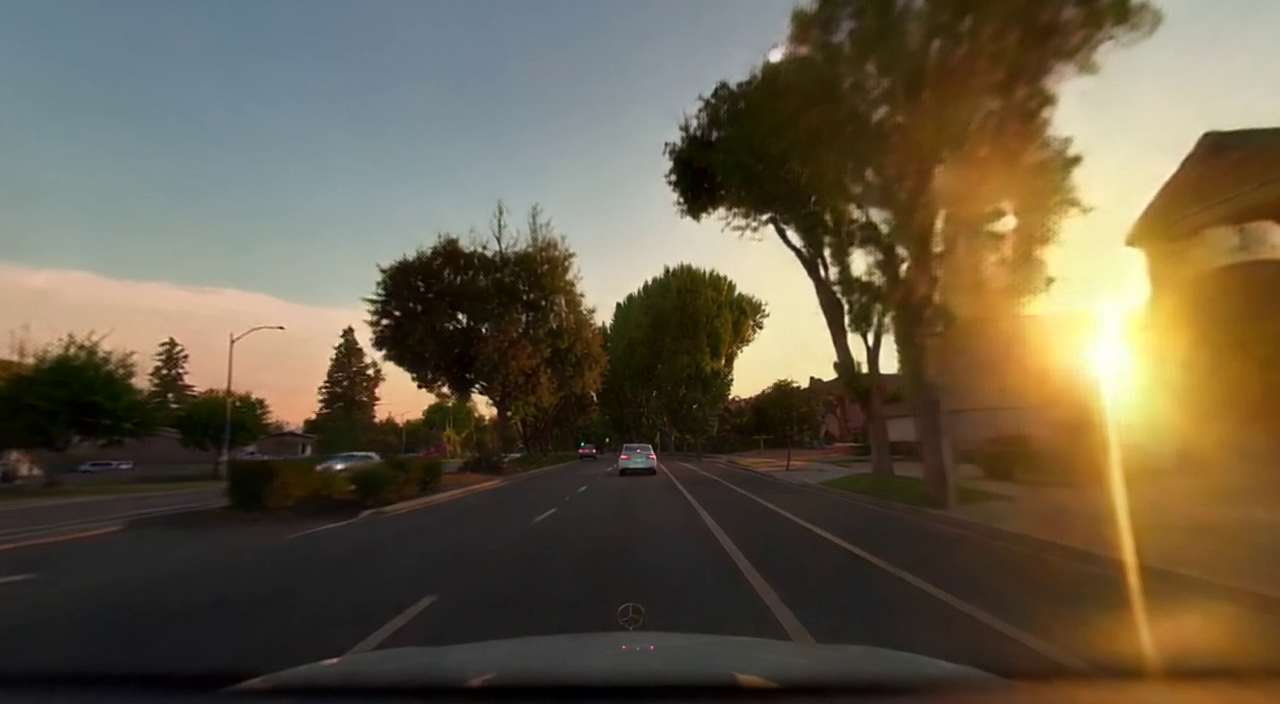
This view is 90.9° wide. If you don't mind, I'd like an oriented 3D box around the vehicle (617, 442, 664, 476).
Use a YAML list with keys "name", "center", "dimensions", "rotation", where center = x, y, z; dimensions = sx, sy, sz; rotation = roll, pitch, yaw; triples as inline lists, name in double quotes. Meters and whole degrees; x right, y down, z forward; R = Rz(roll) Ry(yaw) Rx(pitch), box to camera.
- name: "vehicle"
  center: [0.015, 4.931, 29.212]
  dimensions: [2.009, 1.456, 4.003]
  rotation: [0, -8, 0]
